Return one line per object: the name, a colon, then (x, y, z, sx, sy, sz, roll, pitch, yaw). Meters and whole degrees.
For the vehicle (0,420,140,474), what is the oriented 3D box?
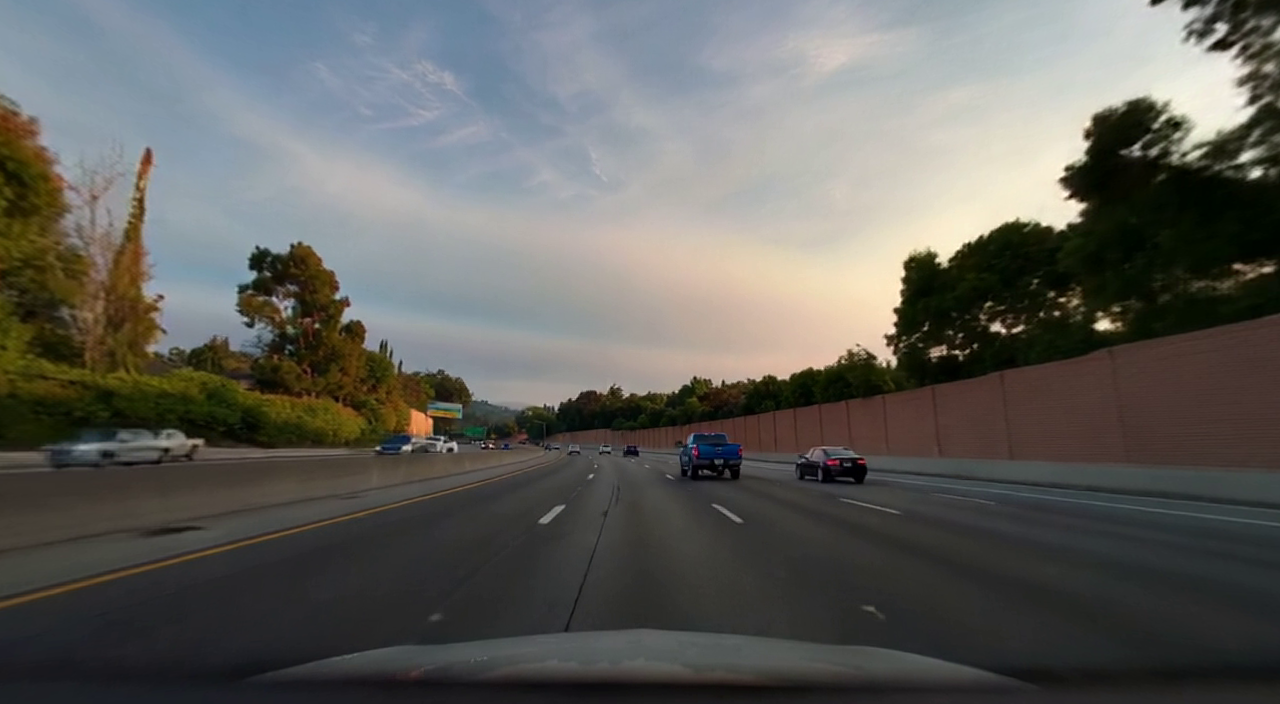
vehicle: (-22.220, 3.665, 24.354, 2.101, 1.868, 4.631, 0, -8, -2)

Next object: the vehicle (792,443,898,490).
vehicle: (7.193, 4.058, 22.808, 1.976, 1.485, 4.925, 0, -8, -3)

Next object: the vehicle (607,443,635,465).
vehicle: (-1.537, 7.919, 49.115, 2.050, 1.607, 3.821, 0, -8, -4)

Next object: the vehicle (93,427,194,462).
vehicle: (-32.599, 6.112, 41.659, 2.194, 2.133, 5.403, 0, -8, 1)

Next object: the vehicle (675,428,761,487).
vehicle: (2.794, 3.983, 24.172, 2.374, 1.952, 5.431, 0, -8, -2)

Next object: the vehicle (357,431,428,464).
vehicle: (-15.234, 5.940, 39.297, 2.330, 1.837, 5.815, 0, -8, -3)
